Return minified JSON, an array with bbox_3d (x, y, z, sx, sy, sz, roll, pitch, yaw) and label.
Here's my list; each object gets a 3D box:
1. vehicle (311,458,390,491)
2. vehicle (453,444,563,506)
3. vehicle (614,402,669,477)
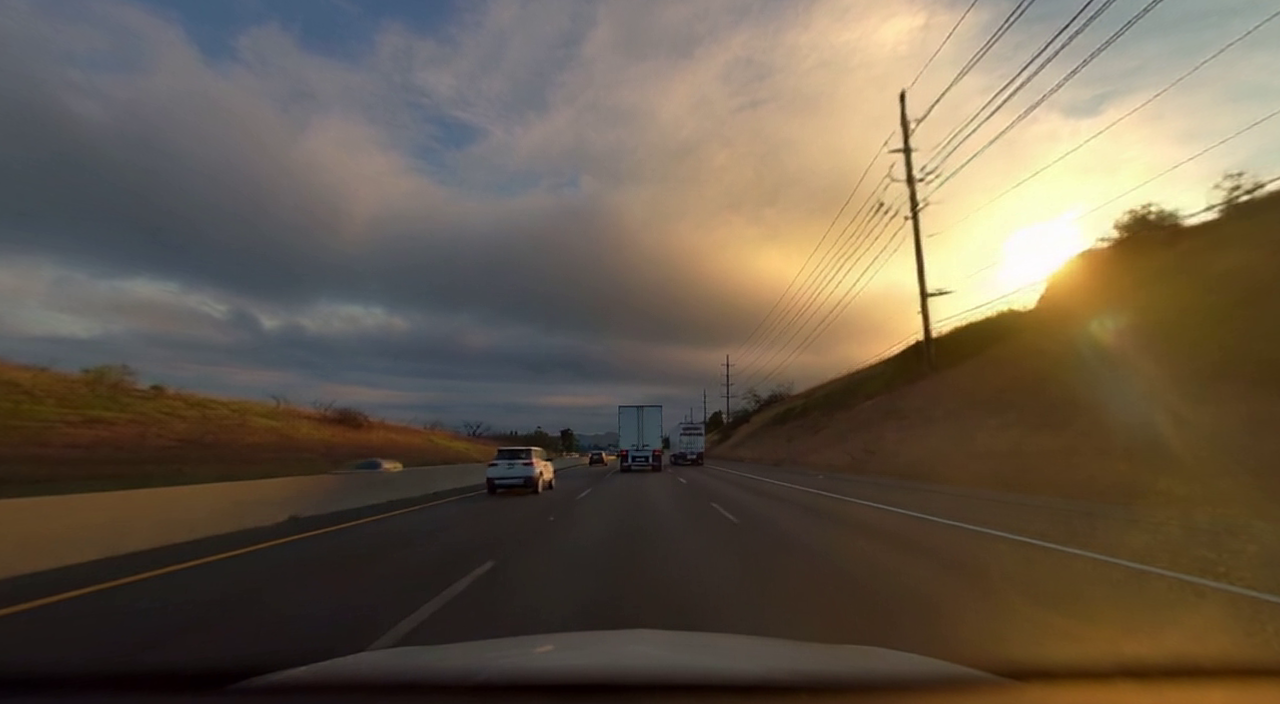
[{"bbox_3d":[-14.367,6.075,31.578,1.931,1.464,4.412,0,-9,-1],"label":"vehicle"},{"bbox_3d":[-3.615,3.479,18.309,2.128,1.533,4.694,0,-9,1],"label":"vehicle"},{"bbox_3d":[0.149,5.581,39.598,2.985,4.025,10.982,0,-9,1],"label":"vehicle"}]
